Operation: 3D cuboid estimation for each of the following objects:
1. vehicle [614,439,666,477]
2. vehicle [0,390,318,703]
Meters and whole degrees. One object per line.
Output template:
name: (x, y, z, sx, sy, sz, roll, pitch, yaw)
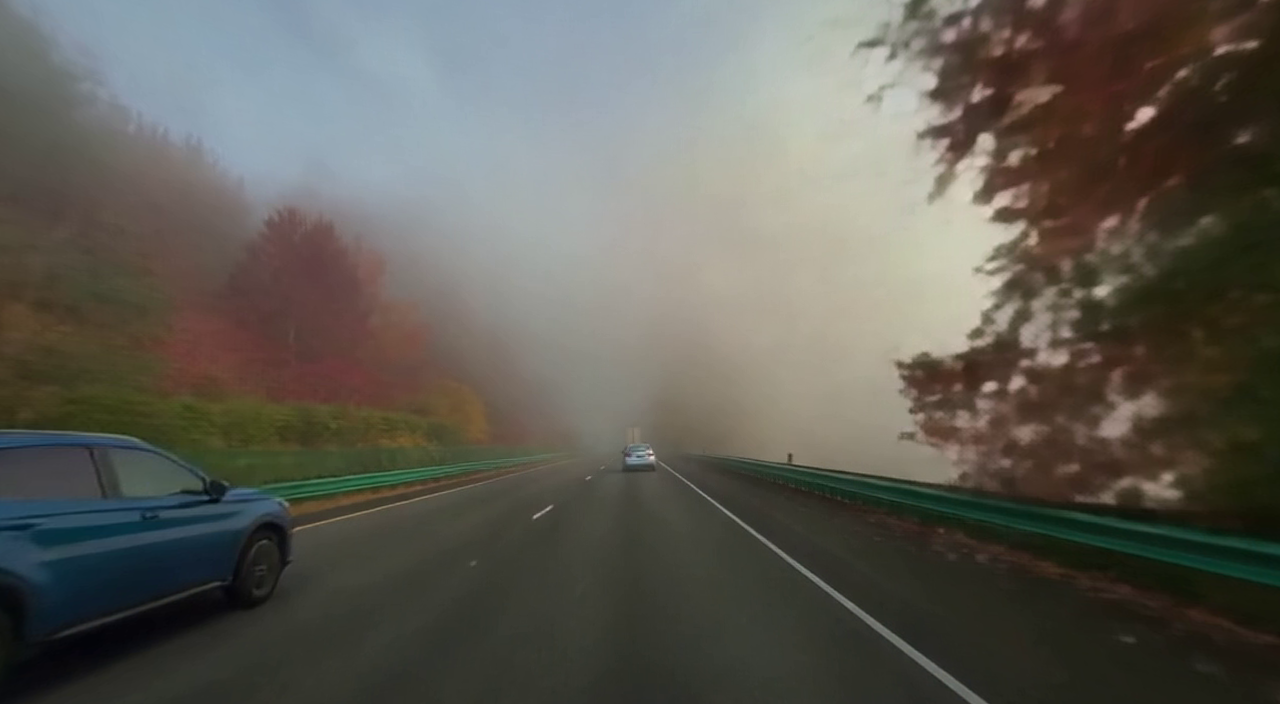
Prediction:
vehicle: (-0.052, 4.510, 27.073, 2.057, 1.516, 4.065, 0, -8, -1)
vehicle: (-3.887, 1.035, 3.469, 2.054, 1.536, 4.128, 0, -8, 0)
